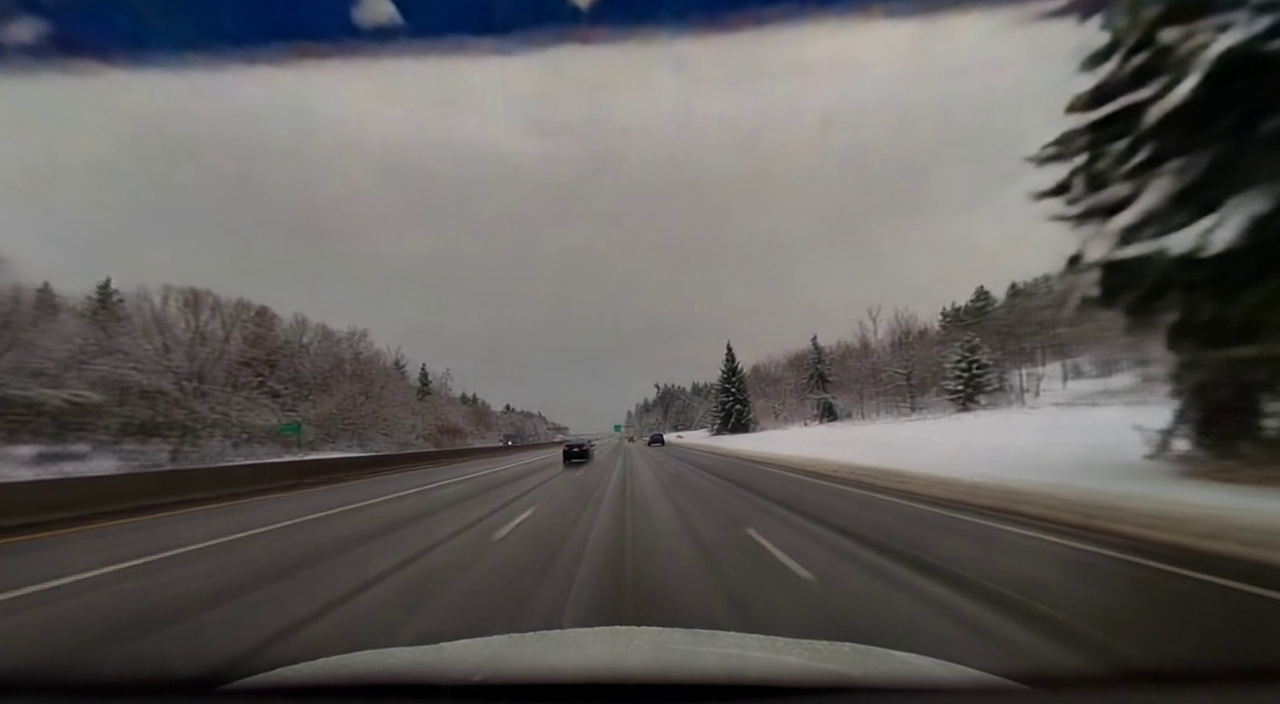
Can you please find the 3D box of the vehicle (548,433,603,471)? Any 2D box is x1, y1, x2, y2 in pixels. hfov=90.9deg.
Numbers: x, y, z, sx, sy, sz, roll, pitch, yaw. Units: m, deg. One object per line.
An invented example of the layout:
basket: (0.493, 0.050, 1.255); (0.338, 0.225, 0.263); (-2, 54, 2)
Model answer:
vehicle: (-2.692, 4.249, 27.192); (2.000, 1.491, 3.913); (0, -7, 0)
